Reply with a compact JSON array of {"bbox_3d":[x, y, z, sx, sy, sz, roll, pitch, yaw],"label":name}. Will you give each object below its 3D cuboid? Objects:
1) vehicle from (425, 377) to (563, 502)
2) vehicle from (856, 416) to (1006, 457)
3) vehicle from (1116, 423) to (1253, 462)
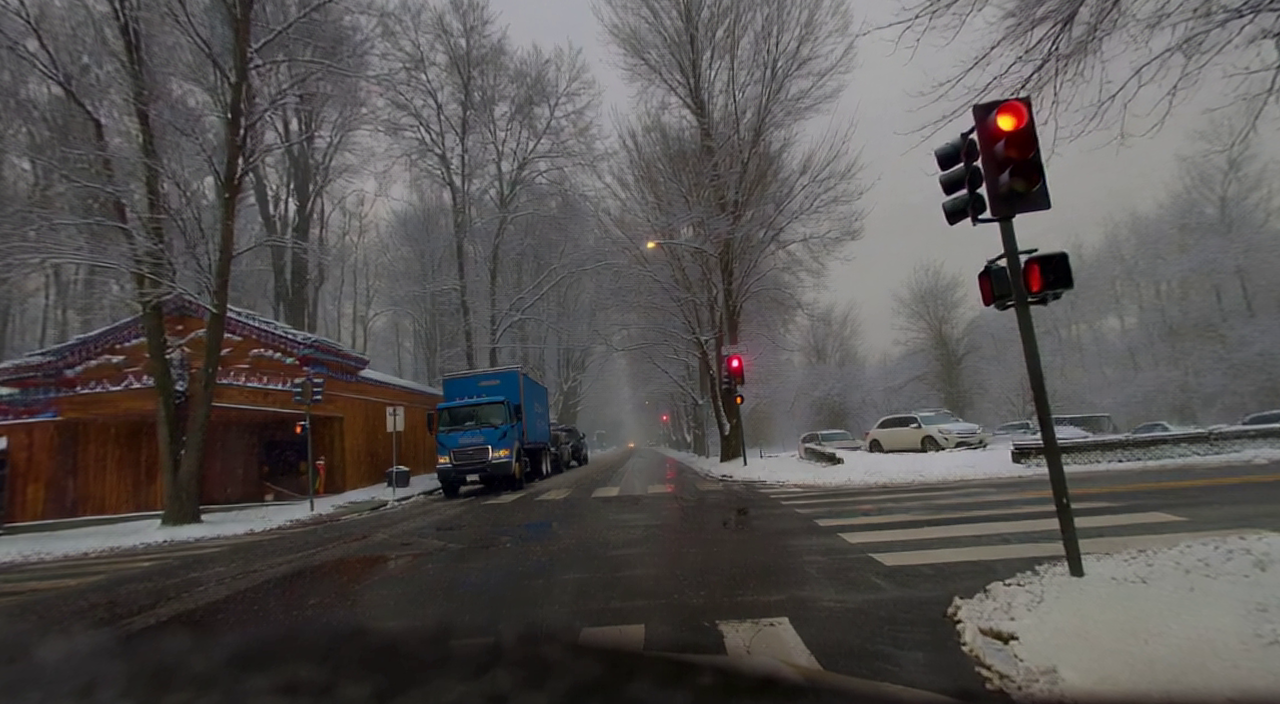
[{"bbox_3d":[-5.749,3.761,27.091,3.113,4.041,10.284,-6,-8,0],"label":"vehicle"},{"bbox_3d":[10.686,3.141,23.420,4.643,1.456,1.820,-1,-8,5],"label":"vehicle"},{"bbox_3d":[24.946,4.166,29.019,4.268,1.695,2.053,0,-8,3],"label":"vehicle"}]
